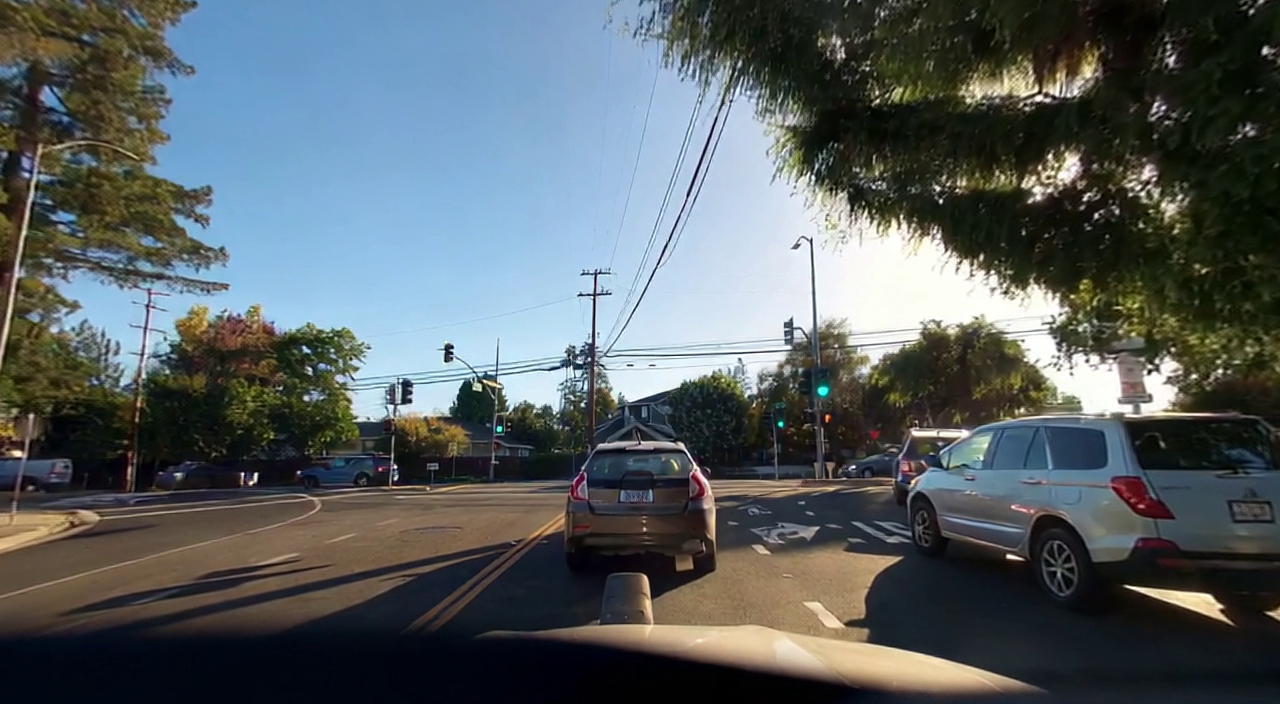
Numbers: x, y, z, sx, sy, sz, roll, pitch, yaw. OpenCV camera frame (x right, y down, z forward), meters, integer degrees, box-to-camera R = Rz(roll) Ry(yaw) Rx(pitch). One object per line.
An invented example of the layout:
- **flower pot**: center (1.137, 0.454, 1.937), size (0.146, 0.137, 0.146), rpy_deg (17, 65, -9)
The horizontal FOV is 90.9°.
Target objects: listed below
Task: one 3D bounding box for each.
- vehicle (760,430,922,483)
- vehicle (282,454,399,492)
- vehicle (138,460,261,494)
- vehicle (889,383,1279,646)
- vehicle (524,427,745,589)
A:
- **vehicle**: center (7.915, 4.202, 25.492), size (5.857, 2.016, 2.273), rpy_deg (-1, -8, 7)
- **vehicle**: center (-13.789, 5.536, 29.168), size (4.485, 1.625, 1.980), rpy_deg (-2, -9, 10)
- **vehicle**: center (-21.023, 5.951, 30.172), size (4.736, 1.475, 1.921), rpy_deg (-2, -9, 9)
- **vehicle**: center (4.617, 1.496, 6.936), size (2.095, 1.836, 4.895), rpy_deg (-1, -8, 5)
- **vehicle**: center (0.009, 1.811, 8.275), size (2.078, 1.506, 4.512), rpy_deg (0, -8, 2)
